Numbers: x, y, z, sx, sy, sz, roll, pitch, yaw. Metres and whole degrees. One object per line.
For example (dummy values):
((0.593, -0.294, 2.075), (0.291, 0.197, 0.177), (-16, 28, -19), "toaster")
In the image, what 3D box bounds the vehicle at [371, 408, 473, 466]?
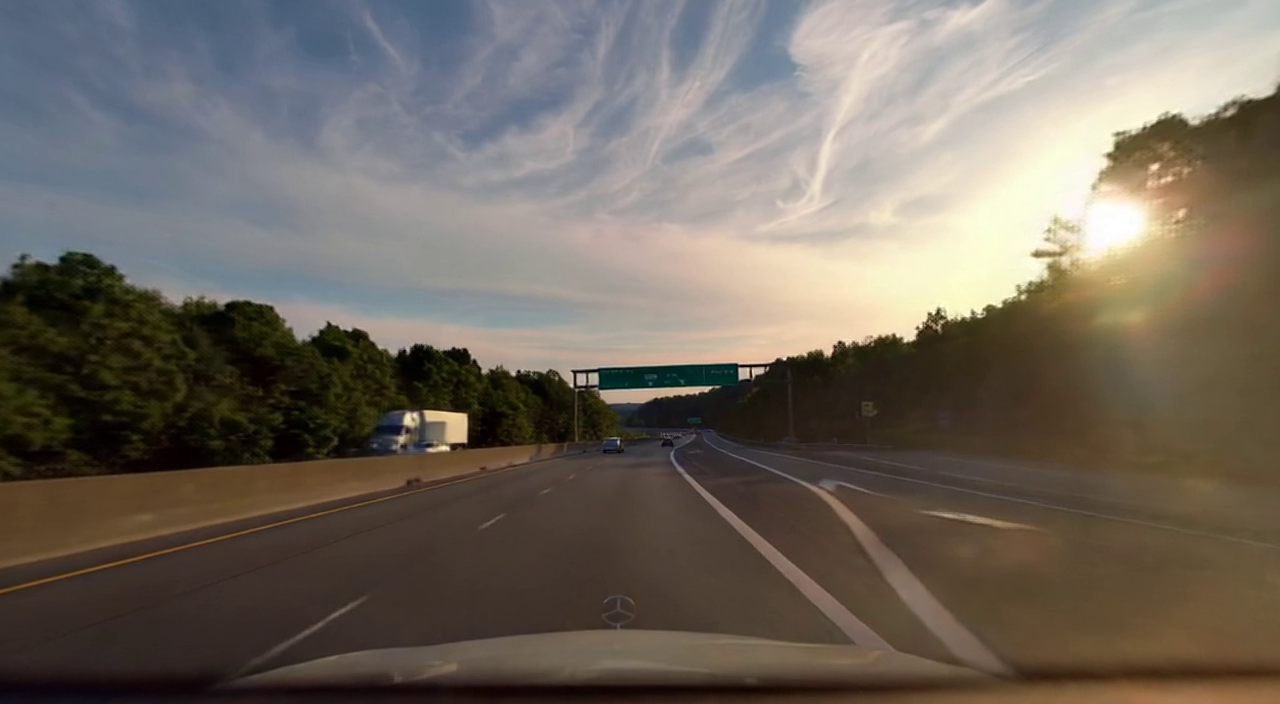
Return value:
((-14.758, 5.911, 43.716), (3.205, 3.498, 9.568), (-1, -8, 3), "vehicle")
